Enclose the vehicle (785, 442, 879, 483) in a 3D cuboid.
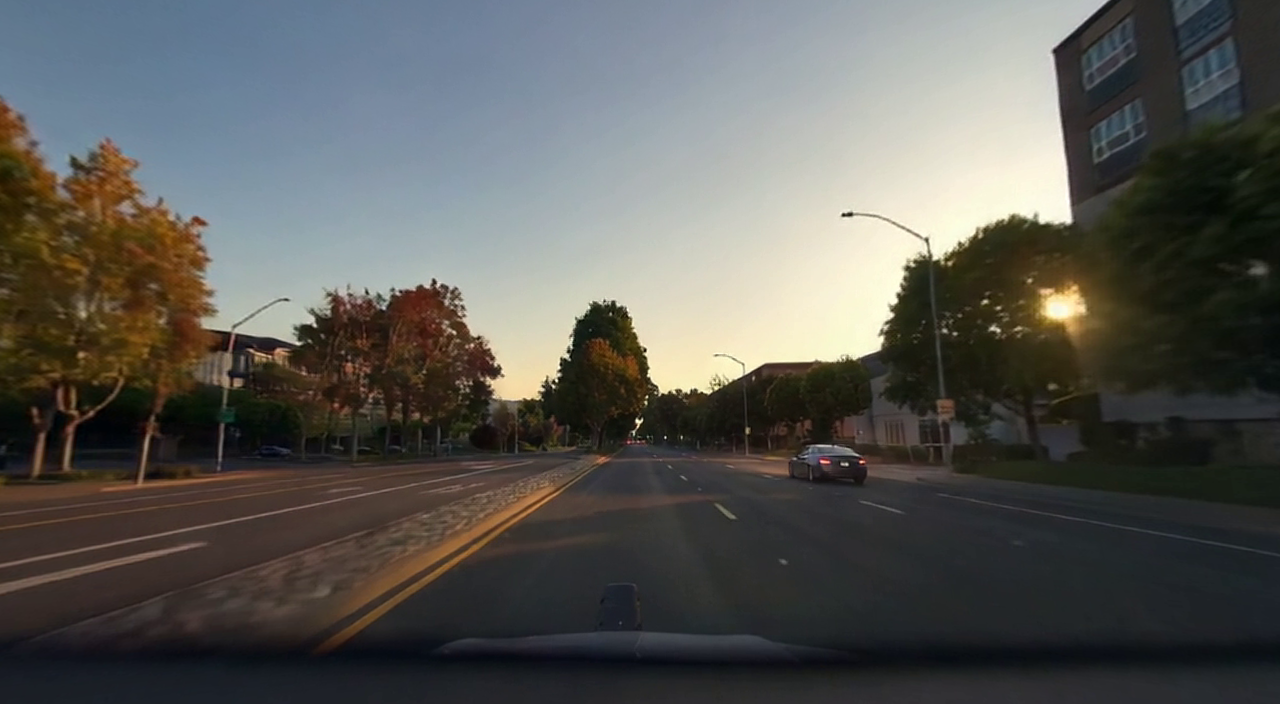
[{"bbox_3d":[7.174,4.157,24.037,2.054,1.421,4.487,0,-8,-1],"label":"vehicle"}]
